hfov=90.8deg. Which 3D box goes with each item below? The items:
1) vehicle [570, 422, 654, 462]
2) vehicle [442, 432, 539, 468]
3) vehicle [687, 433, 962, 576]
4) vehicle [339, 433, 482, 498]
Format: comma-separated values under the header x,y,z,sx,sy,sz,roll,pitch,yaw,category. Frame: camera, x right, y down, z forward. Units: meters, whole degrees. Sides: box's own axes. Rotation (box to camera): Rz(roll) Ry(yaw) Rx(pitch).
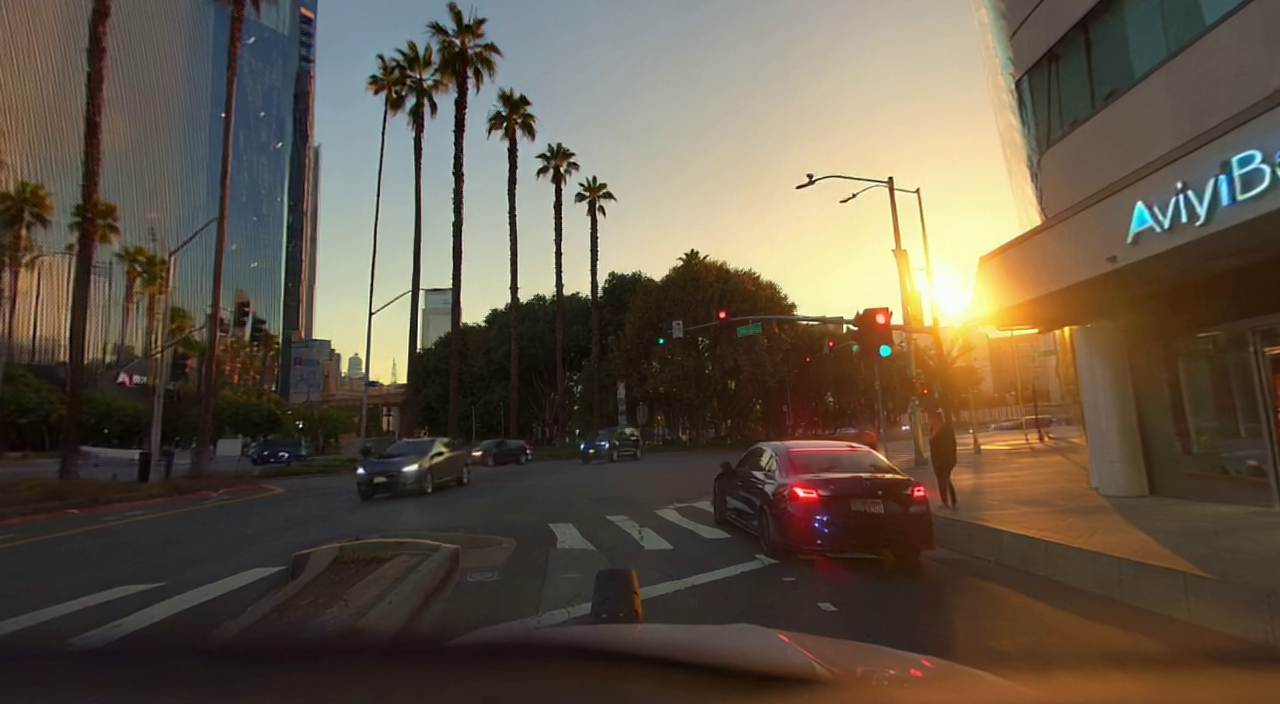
x,y,z,sx,sy,sz,roll,pitch,yaw,category
-1.408,4.943,34.684,2.190,1.964,5.614,-4,-9,26,vehicle
-8.122,5.376,34.852,2.029,1.822,5.090,-6,-10,35,vehicle
2.144,1.948,9.056,2.090,1.466,4.676,1,-8,-6,vehicle
-5.879,2.957,16.866,2.052,1.478,4.395,0,-8,2,vehicle
